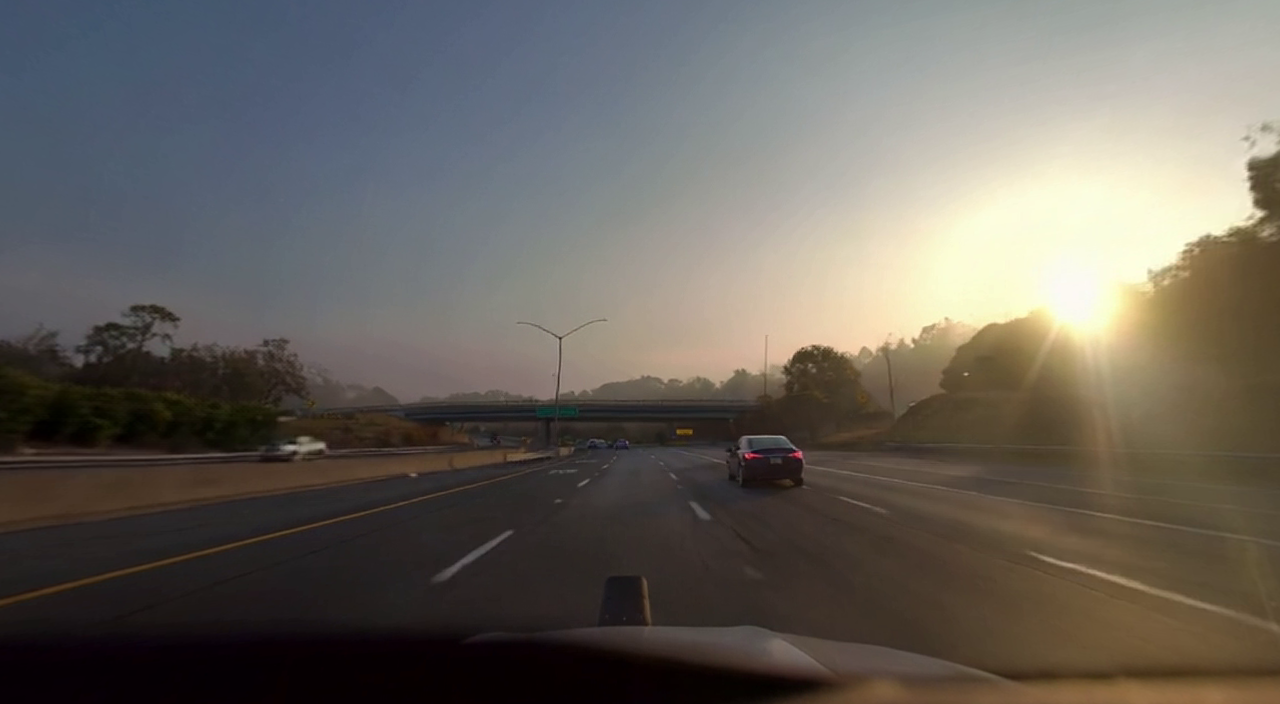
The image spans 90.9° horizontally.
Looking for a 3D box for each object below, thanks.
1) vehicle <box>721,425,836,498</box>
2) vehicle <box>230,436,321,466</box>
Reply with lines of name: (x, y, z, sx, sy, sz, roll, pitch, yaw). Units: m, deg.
vehicle: (3.543, 2.912, 17.162, 2.039, 1.701, 4.834, 0, -8, 0)
vehicle: (-18.857, 5.138, 32.922, 2.120, 1.433, 4.540, -1, -8, -1)
